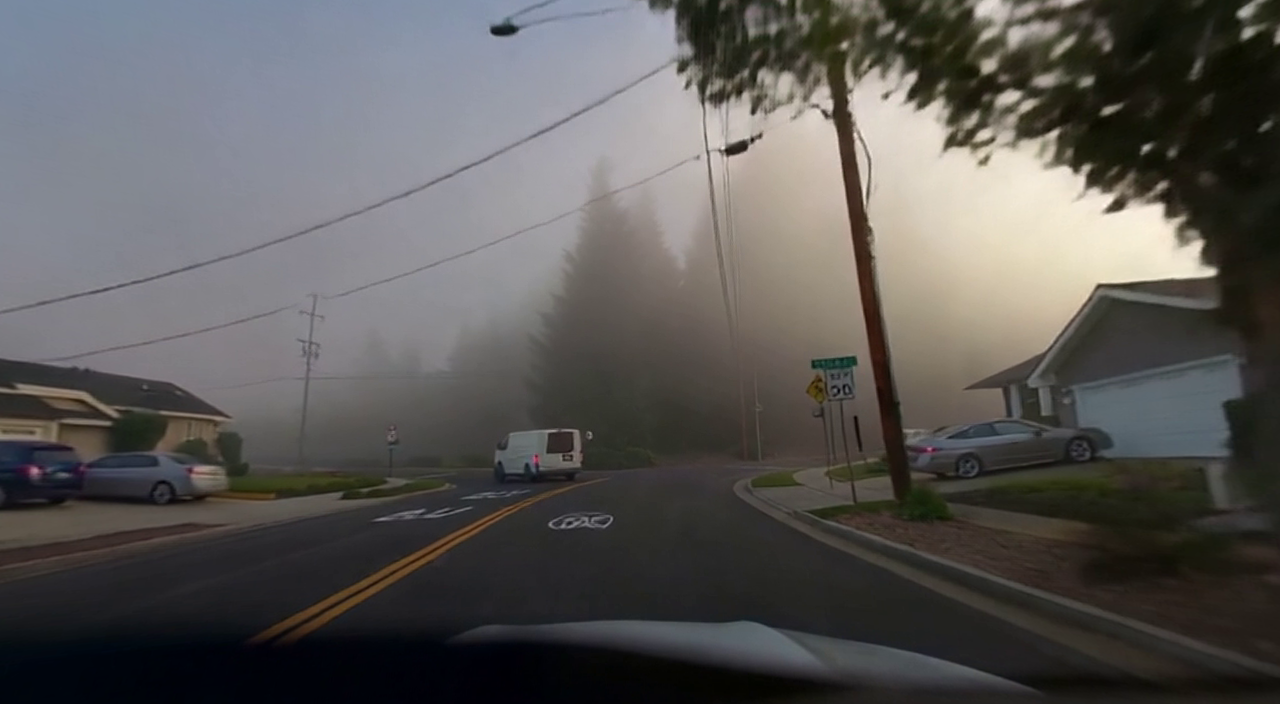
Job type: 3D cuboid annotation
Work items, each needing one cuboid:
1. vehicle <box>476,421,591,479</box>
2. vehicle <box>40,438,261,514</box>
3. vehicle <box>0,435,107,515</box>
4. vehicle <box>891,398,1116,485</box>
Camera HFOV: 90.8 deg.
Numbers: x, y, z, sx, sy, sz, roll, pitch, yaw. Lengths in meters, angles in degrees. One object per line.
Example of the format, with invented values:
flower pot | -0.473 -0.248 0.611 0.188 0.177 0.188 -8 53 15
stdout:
vehicle | -6.449 5.776 37.439 2.929 3.058 7.559 8 -12 -43
vehicle | -13.969 3.641 18.316 4.550 1.655 2.143 -4 -15 -2
vehicle | -16.676 2.987 15.628 4.881 1.828 2.111 1 -9 -3
vehicle | 9.662 2.451 17.141 4.658 1.536 2.090 -8 -10 0
